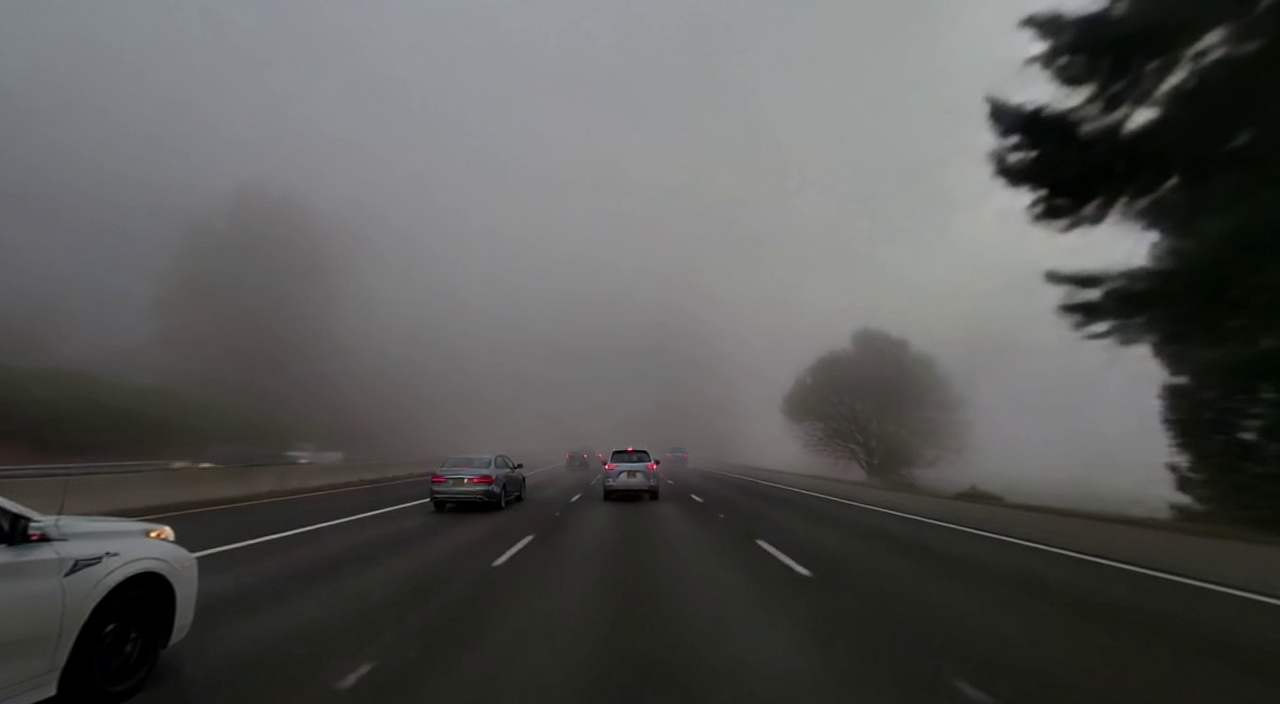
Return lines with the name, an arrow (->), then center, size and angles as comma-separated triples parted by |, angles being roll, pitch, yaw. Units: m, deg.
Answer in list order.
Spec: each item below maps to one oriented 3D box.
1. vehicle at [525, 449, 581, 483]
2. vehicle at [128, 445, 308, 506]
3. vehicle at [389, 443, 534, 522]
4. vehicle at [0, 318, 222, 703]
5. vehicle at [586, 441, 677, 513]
vehicle -> -4.028, 5.338, 29.898 | 1.999, 1.484, 4.269 | 0, -9, 1
vehicle -> -11.521, 3.377, 17.715 | 1.977, 1.452, 4.461 | 0, -9, -1
vehicle -> -3.811, 2.873, 14.419 | 1.988, 1.501, 4.438 | 0, -9, 0
vehicle -> -3.960, 0.629, 1.661 | 2.243, 1.889, 4.949 | 0, -9, 1
vehicle -> -0.193, 3.025, 15.676 | 1.996, 1.574, 3.426 | 0, -9, 0
